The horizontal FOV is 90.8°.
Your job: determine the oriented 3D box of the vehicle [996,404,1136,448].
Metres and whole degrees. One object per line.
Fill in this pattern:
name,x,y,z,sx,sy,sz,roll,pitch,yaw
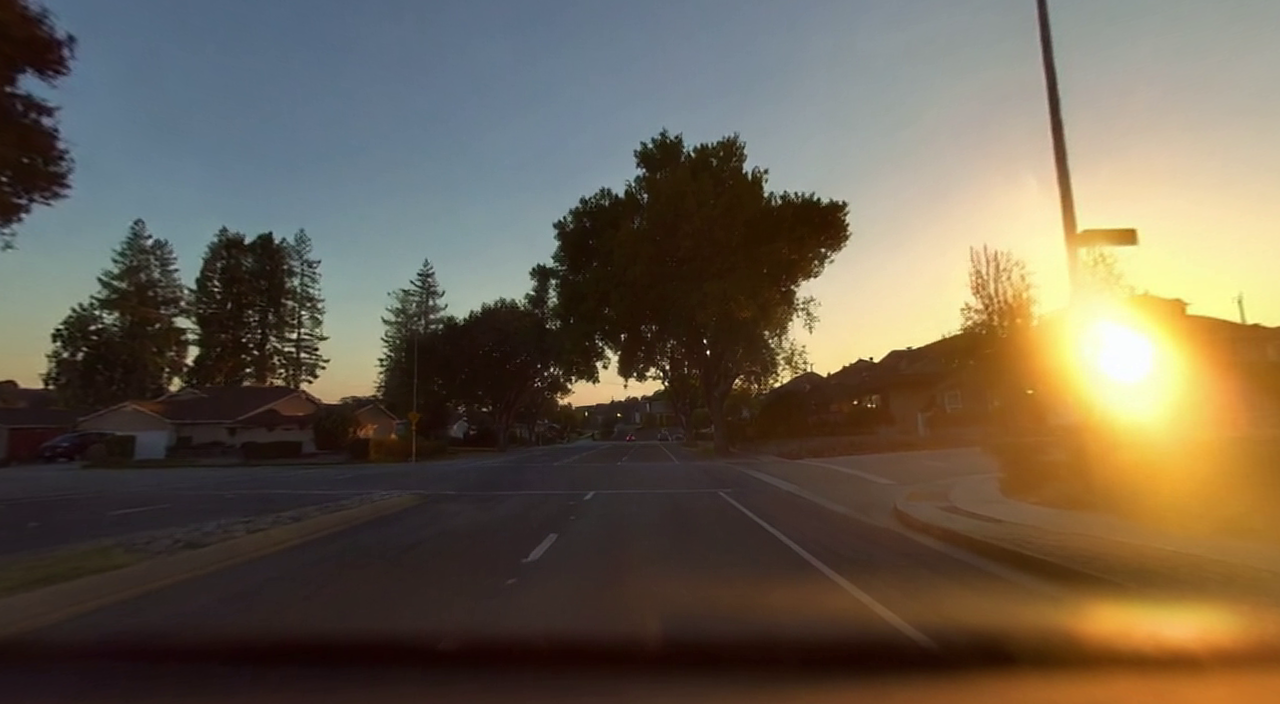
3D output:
vehicle,18.812,3.308,28.093,4.698,1.583,2.081,2,-11,1

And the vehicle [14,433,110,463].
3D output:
vehicle,-30.045,5.007,33.020,1.991,1.435,4.421,3,-9,-19
